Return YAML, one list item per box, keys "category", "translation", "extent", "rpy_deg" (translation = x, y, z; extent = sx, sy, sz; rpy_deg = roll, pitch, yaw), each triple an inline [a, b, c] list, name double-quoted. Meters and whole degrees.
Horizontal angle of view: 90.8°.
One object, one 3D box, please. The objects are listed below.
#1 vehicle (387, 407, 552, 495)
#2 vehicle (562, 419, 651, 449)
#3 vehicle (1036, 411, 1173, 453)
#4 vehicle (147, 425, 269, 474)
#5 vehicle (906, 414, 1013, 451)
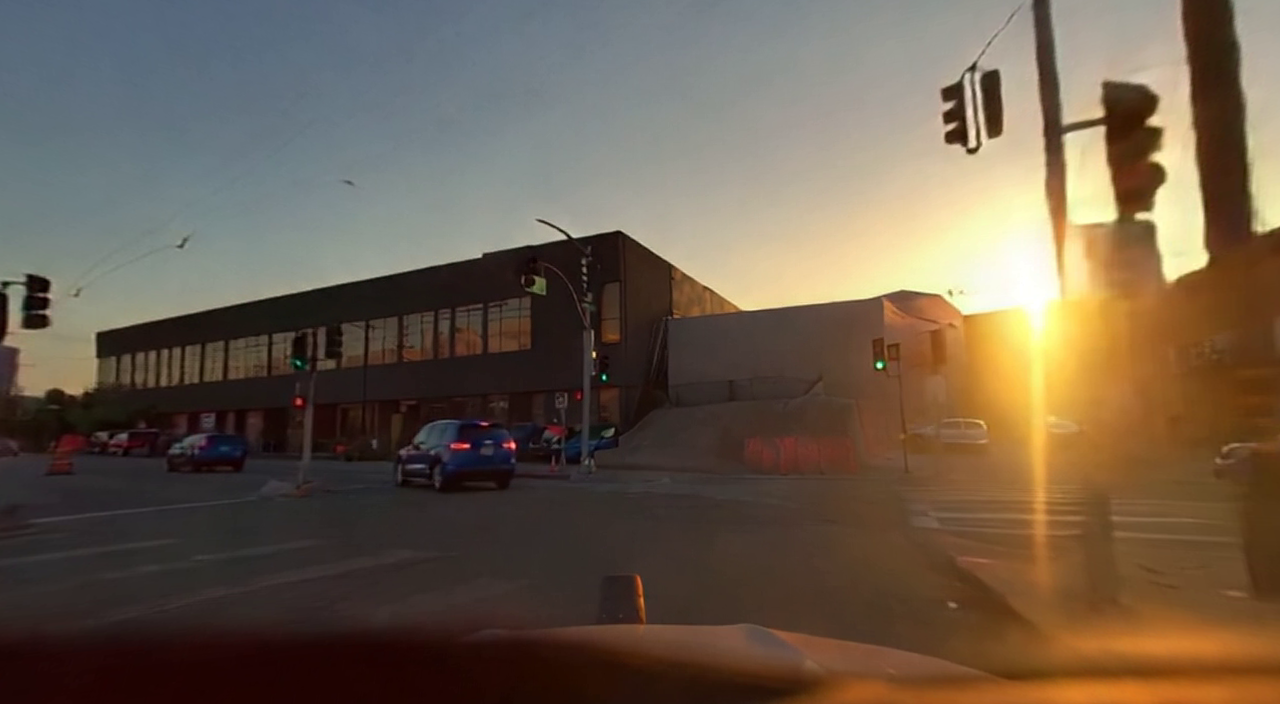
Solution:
- category: "vehicle"
  translation: [-4.533, 2.499, 16.208]
  extent: [2.256, 1.859, 5.118]
  rpy_deg: [6, -10, -37]
- category: "vehicle"
  translation: [-2.088, 5.070, 39.004]
  extent: [5.080, 1.766, 2.272]
  rpy_deg: [-5, -8, 31]
- category: "vehicle"
  translation: [20.334, 3.569, 27.941]
  extent: [4.550, 1.704, 1.922]
  rpy_deg: [-5, -9, 28]
- category: "vehicle"
  translation: [-18.656, 4.187, 27.205]
  extent: [5.548, 1.911, 2.206]
  rpy_deg: [-5, -10, 32]
- category: "vehicle"
  translation: [15.373, 3.929, 30.580]
  extent: [4.382, 1.688, 1.937]
  rpy_deg: [-4, -9, 26]
